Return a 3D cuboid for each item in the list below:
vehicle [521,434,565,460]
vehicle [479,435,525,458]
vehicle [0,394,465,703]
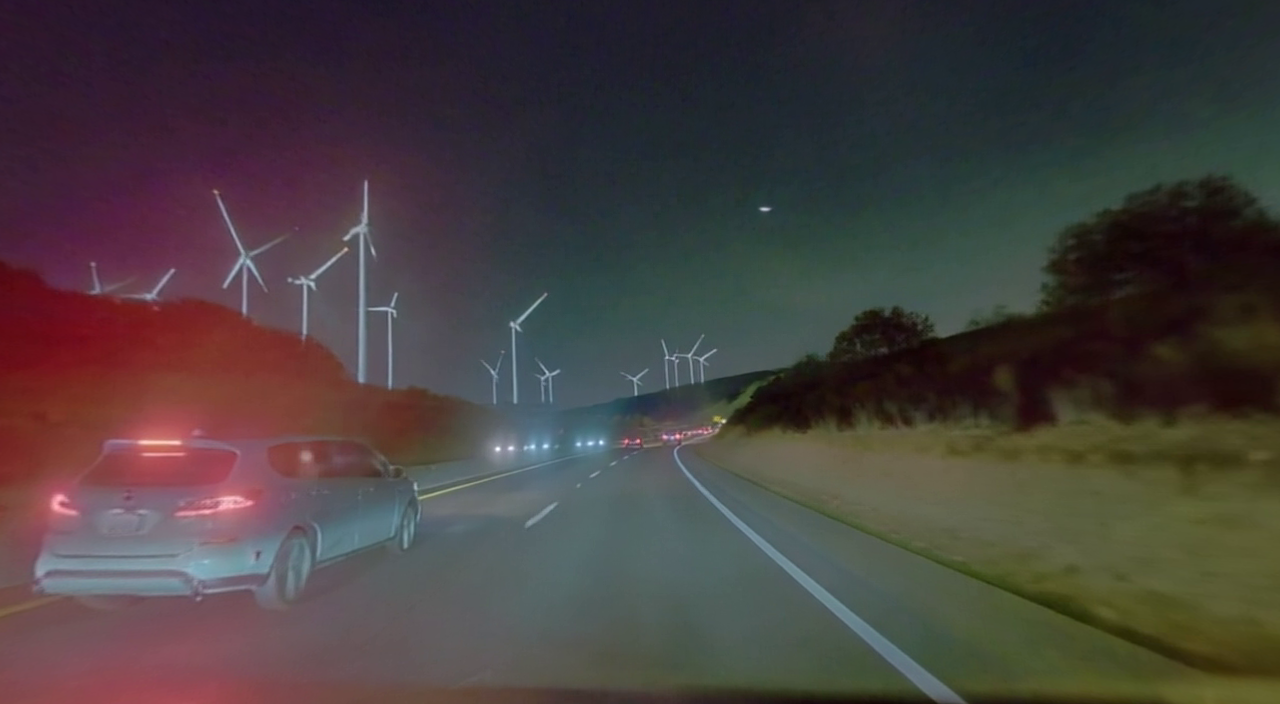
[{"bbox_3d":[-5.902,5.828,38.787,1.888,1.462,4.428,0,-8,2],"label":"vehicle"},{"bbox_3d":[-9.313,6.400,42.907,2.046,1.485,3.990,0,-8,3],"label":"vehicle"},{"bbox_3d":[-2.813,1.167,4.406,1.918,1.443,4.422,0,-8,0],"label":"vehicle"}]
